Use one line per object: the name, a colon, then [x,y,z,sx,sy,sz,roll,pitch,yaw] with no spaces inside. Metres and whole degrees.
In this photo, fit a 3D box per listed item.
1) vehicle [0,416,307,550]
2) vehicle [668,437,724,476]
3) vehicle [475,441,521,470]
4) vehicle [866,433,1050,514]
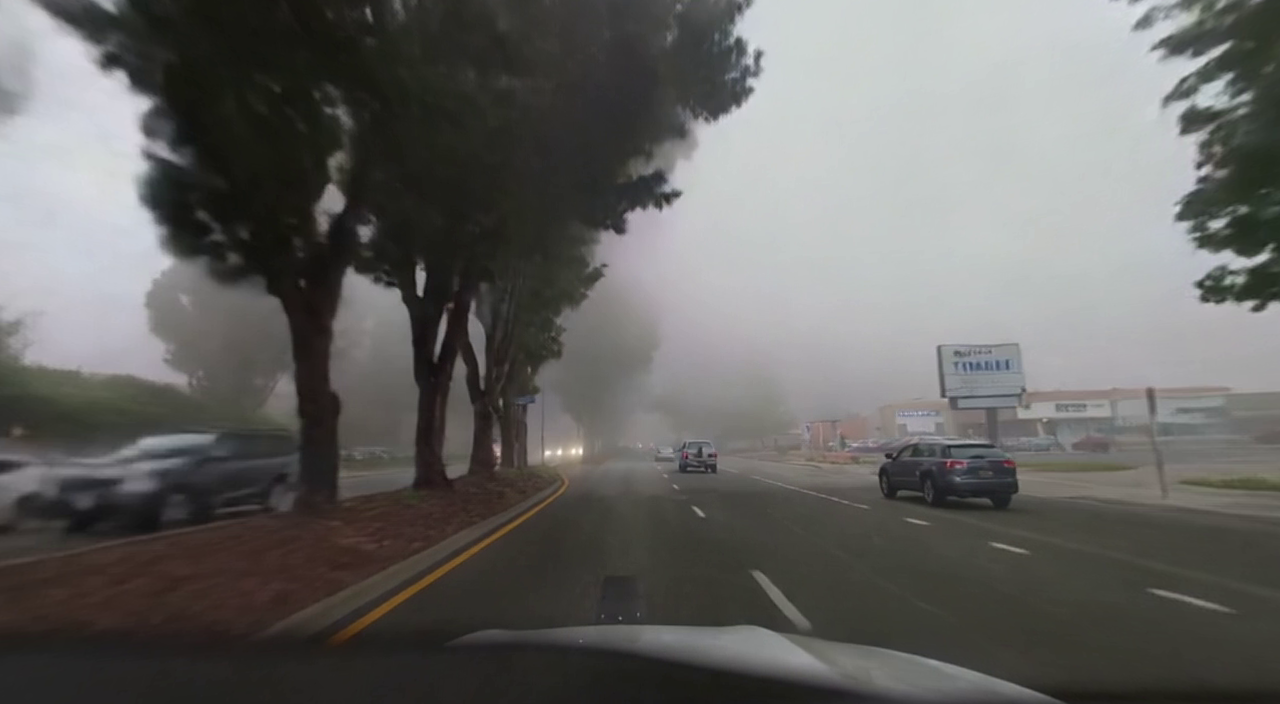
vehicle: [-9.063,2.342,12.072,2.234,1.922,5.699,0,-9,0]
vehicle: [2.558,4.897,29.716,2.161,1.676,4.151,1,-9,-2]
vehicle: [-9.560,6.994,42.801,2.118,1.838,4.737,0,-9,-1]
vehicle: [6.831,2.636,14.127,1.886,1.528,4.169,0,-9,-1]
